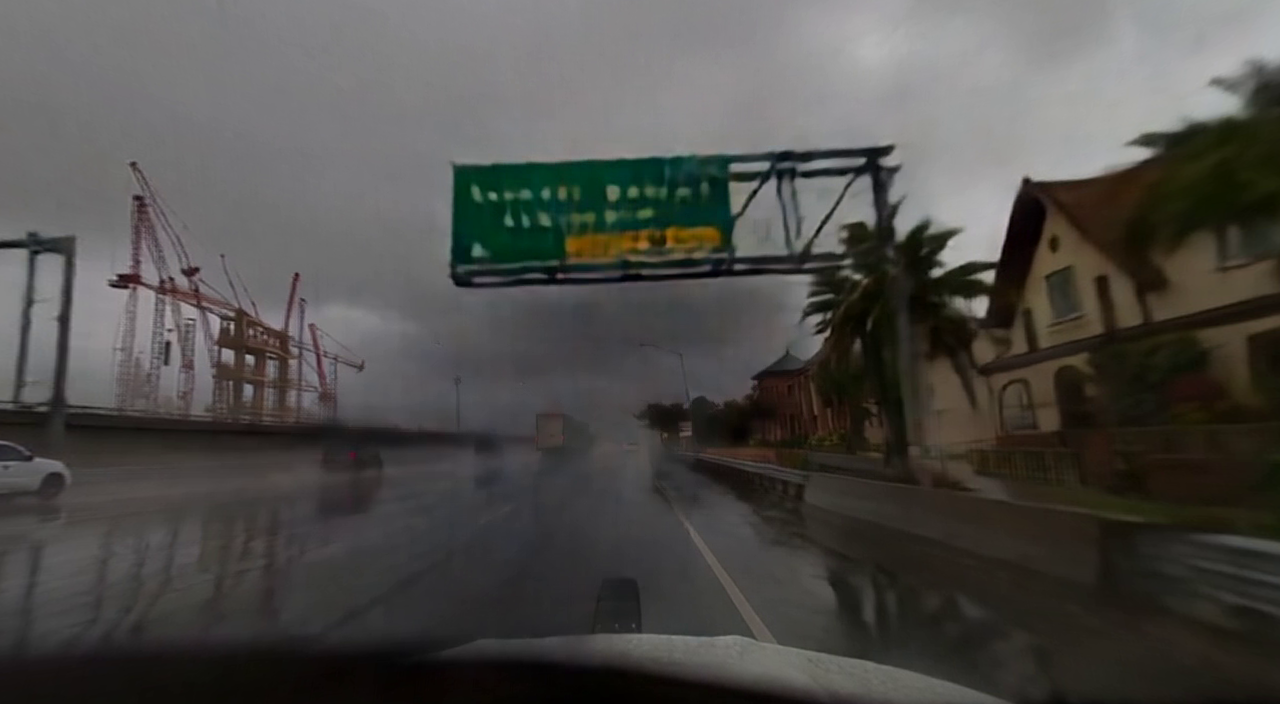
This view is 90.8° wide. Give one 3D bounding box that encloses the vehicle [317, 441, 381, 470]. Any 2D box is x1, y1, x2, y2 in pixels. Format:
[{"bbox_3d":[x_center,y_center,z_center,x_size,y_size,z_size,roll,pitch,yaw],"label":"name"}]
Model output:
[{"bbox_3d":[-18.846,6.718,41.136,1.932,1.752,4.541,0,-9,0],"label":"vehicle"}]
